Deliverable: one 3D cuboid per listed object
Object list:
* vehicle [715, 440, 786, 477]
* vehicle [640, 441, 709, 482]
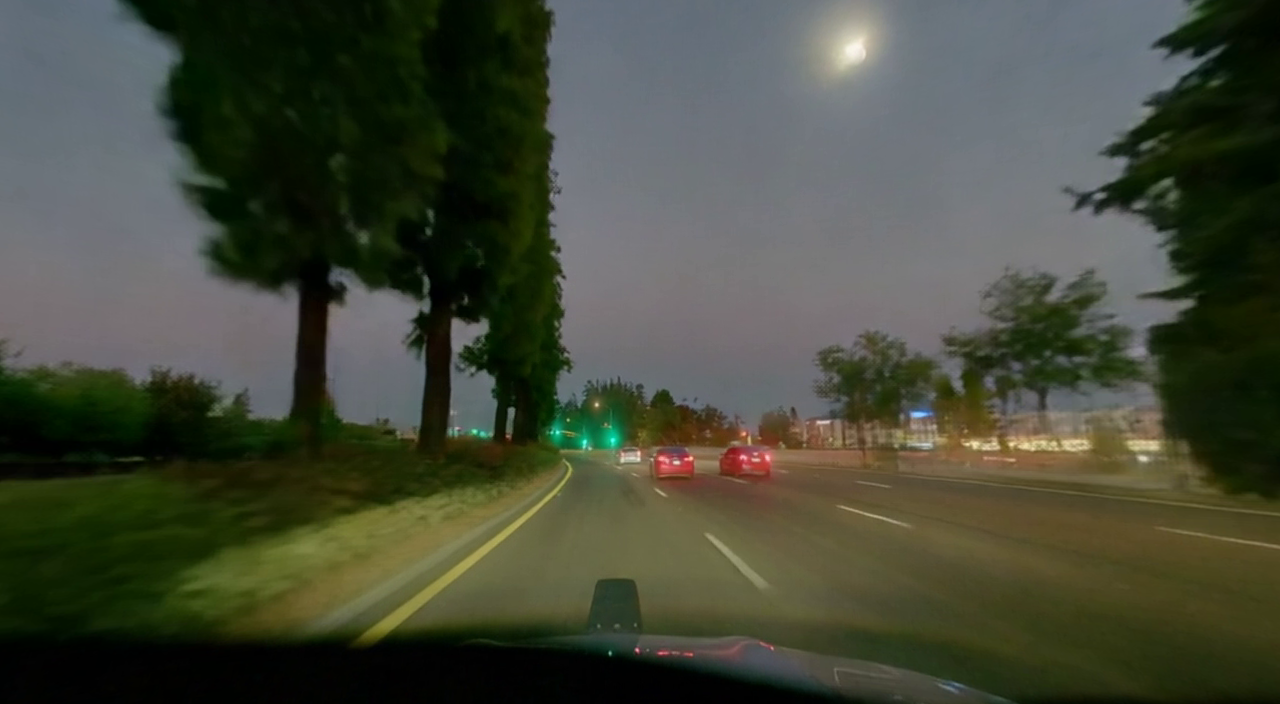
[{"bbox_3d":[4.734,4.615,27.598,1.901,1.474,4.363,1,-8,-6],"label":"vehicle"},{"bbox_3d":[1.256,4.286,24.966,2.077,1.464,4.134,1,-8,-6],"label":"vehicle"}]
